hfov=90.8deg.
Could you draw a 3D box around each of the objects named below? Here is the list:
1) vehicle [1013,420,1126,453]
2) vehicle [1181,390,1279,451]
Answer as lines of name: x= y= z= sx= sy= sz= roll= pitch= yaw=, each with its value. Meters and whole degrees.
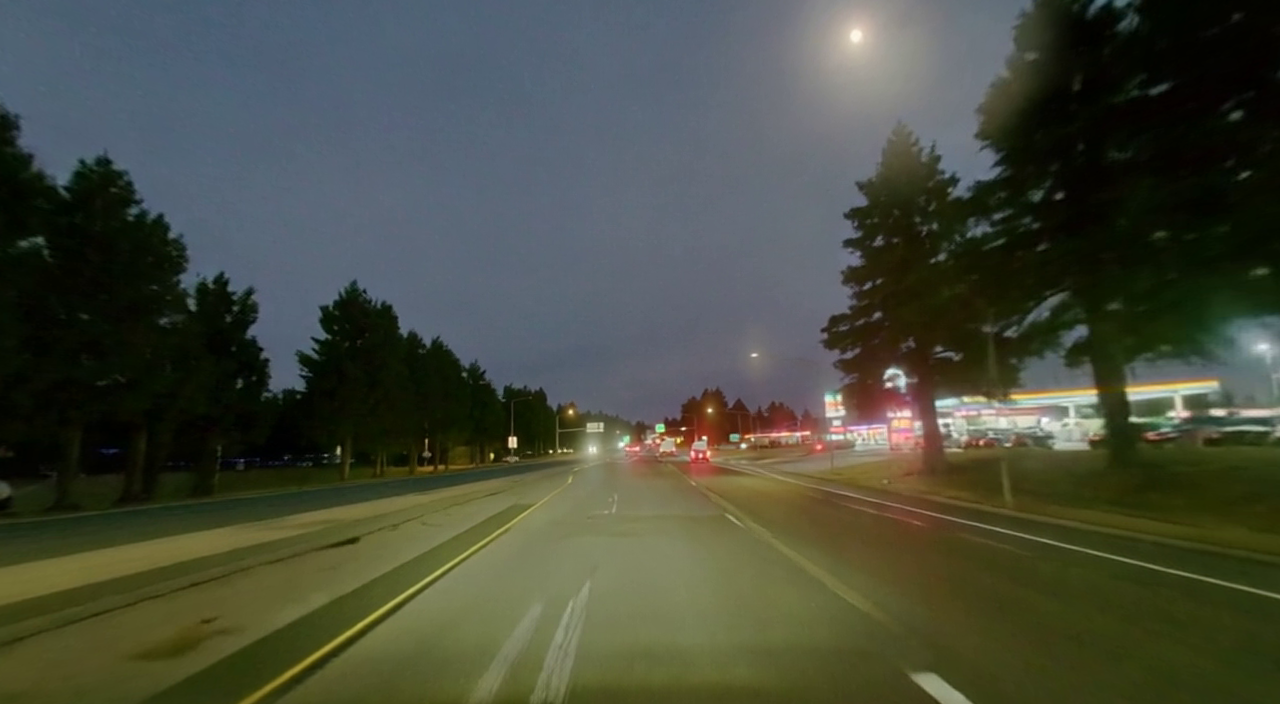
vehicle: x=22.609 y=4.505 z=33.398 sx=4.479 sy=1.453 sz=1.899 roll=-2 pitch=-10 yaw=0
vehicle: x=21.295 y=2.359 z=21.226 sx=4.098 sy=1.771 sz=2.147 roll=1 pitch=-10 yaw=2
